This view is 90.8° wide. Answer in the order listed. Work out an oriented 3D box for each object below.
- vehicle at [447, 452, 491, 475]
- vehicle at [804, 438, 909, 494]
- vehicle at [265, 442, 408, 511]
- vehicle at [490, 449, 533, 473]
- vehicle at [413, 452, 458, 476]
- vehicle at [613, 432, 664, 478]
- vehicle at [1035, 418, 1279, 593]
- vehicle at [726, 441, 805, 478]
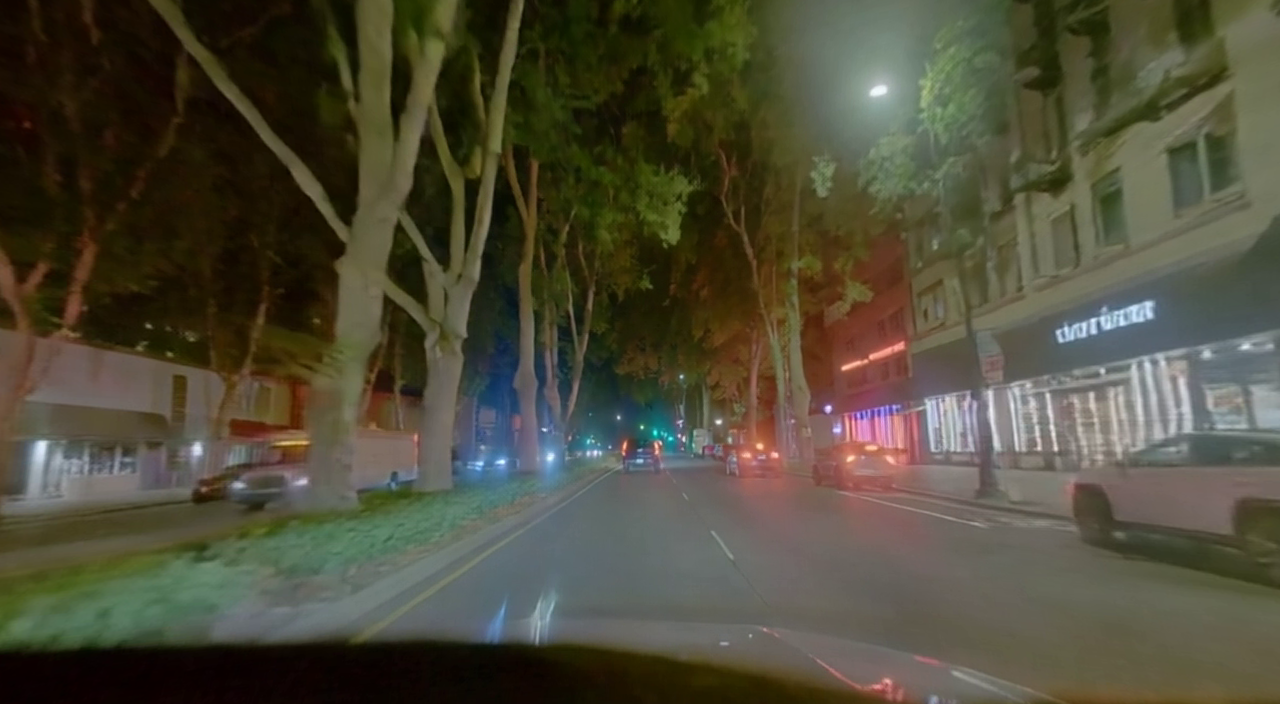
[{"bbox_3d":[-11.810,7.728,43.831,1.808,1.459,4.129,0,-8,1],"label":"vehicle"},{"bbox_3d":[7.277,3.852,21.782,2.004,1.714,4.356,0,-8,-1],"label":"vehicle"},{"bbox_3d":[-8.338,3.420,17.901,1.977,1.669,4.387,0,-8,-2],"label":"vehicle"},{"bbox_3d":[-8.545,7.306,42.445,1.982,1.505,4.065,0,-8,1],"label":"vehicle"},{"bbox_3d":[-15.863,8.687,49.253,1.950,1.740,4.433,-1,-8,2],"label":"vehicle"},{"bbox_3d":[-0.034,5.033,31.105,2.293,2.036,4.853,0,-8,1],"label":"vehicle"},{"bbox_3d":[7.147,1.743,7.547,2.030,1.631,4.783,3,-8,4],"label":"vehicle"},{"bbox_3d":[6.255,5.401,32.099,2.114,1.697,4.739,2,-9,-13],"label":"vehicle"}]
